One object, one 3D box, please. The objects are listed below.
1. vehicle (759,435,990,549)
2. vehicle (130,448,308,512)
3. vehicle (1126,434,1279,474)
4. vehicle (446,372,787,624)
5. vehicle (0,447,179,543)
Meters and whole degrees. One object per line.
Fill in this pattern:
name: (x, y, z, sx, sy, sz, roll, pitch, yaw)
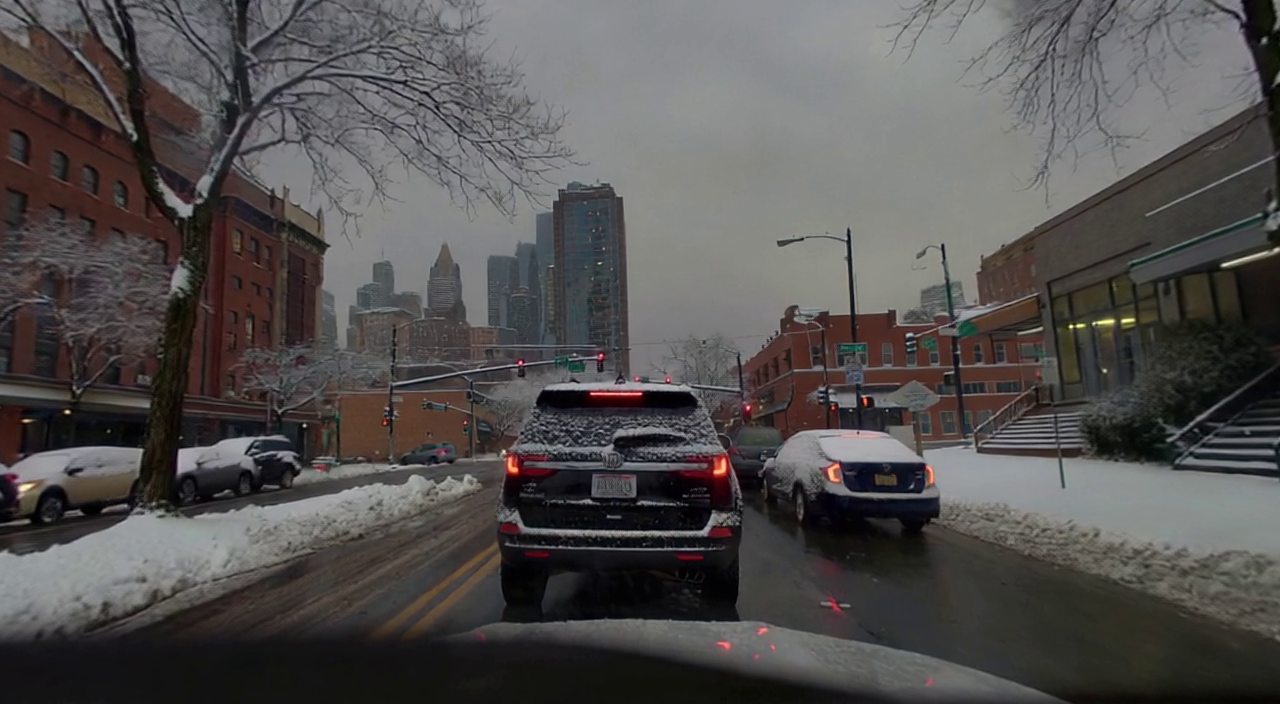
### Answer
vehicle: (3.349, 2.078, 10.031, 2.056, 1.422, 4.130, 0, -8, -1)
vehicle: (-12.490, 3.778, 19.130, 2.207, 1.648, 4.675, 0, -8, -1)
vehicle: (22.160, 4.034, 24.962, 4.055, 1.469, 1.848, -4, -9, 26)
vehicle: (-0.157, 1.366, 6.767, 2.453, 1.816, 4.300, 0, -8, 0)
vehicle: (-12.546, 2.908, 13.455, 1.891, 1.723, 4.360, 0, -8, 1)
